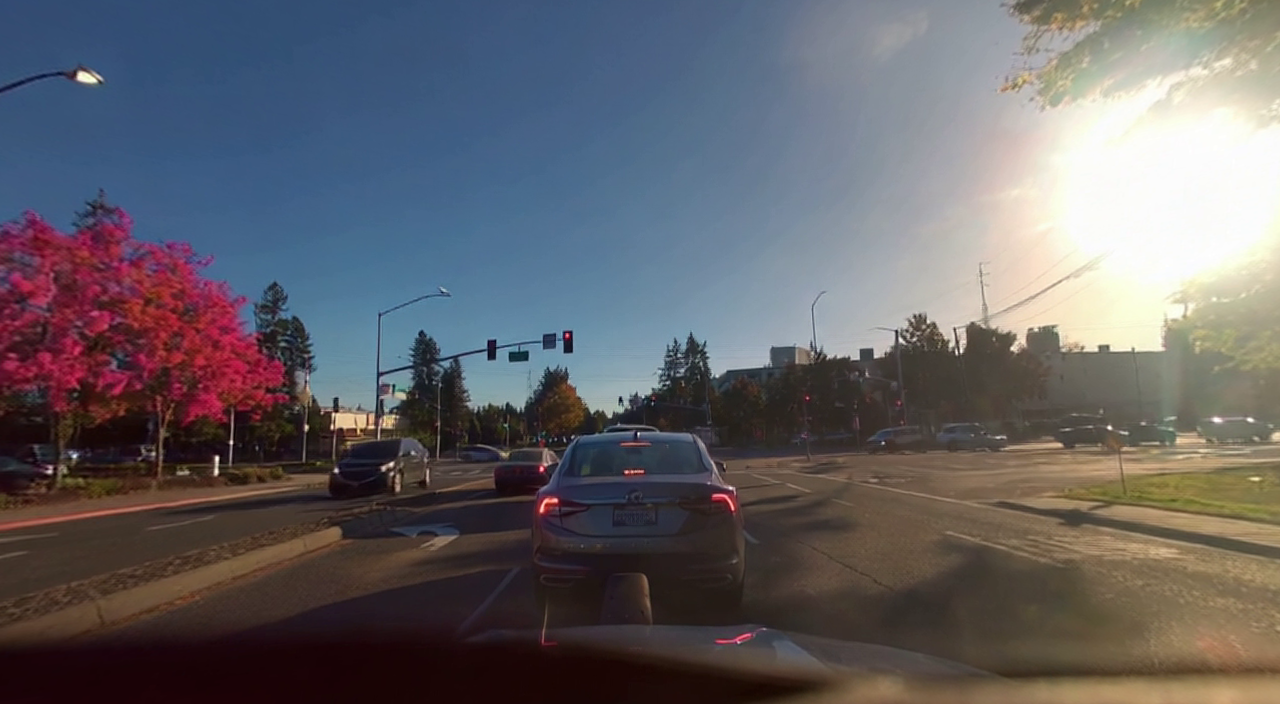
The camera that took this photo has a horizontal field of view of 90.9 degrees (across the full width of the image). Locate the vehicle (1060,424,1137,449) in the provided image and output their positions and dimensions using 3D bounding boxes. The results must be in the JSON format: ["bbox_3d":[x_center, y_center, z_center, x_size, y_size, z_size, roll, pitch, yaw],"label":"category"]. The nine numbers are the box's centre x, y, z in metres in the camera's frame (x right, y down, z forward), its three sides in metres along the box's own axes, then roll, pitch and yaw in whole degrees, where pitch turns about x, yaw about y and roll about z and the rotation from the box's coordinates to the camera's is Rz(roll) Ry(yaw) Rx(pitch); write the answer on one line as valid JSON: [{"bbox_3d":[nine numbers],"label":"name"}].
[{"bbox_3d":[34.784,6.438,47.870,4.294,1.557,1.744,-4,-7,1],"label":"vehicle"}]

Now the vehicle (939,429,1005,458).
[{"bbox_3d":[18.382,5.057,34.862,2.053,1.495,4.091,-8,-11,44],"label":"vehicle"}]

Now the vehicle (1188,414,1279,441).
[{"bbox_3d":[36.318,4.657,38.474,1.848,1.581,4.475,-1,-8,3],"label":"vehicle"}]

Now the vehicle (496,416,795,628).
[{"bbox_3d":[0.019,1.494,6.558,2.112,1.482,4.057,0,-8,-1],"label":"vehicle"}]

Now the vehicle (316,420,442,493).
[{"bbox_3d":[-8.372,3.393,20.868,2.378,2.084,5.225,1,-8,-6],"label":"vehicle"}]

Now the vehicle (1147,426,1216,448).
[{"bbox_3d":[40.979,6.447,47.745,3.573,1.432,1.604,-3,-7,1],"label":"vehicle"}]
